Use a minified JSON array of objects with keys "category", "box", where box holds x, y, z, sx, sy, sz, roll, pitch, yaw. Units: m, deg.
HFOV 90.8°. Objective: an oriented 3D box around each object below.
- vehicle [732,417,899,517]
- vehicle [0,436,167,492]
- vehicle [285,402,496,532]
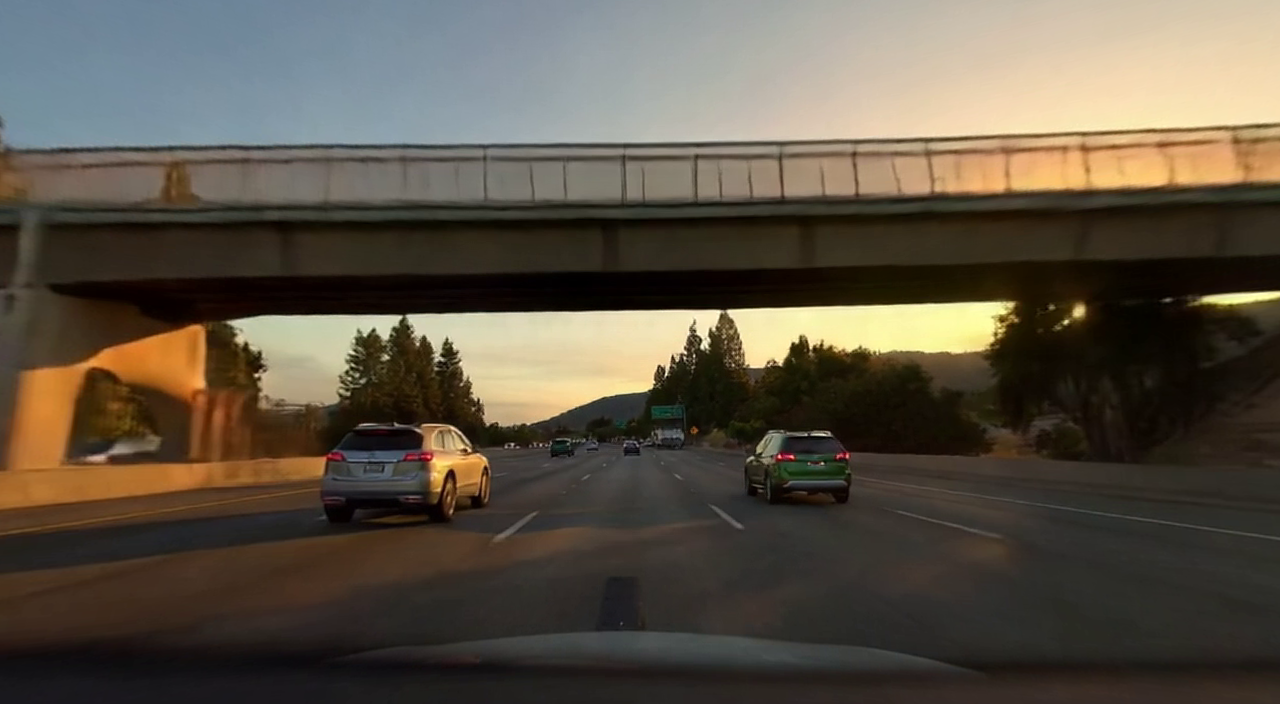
[{"category":"vehicle","box":[3.462,2.390,13.546,2.185,1.749,4.477,0,-8,-1]},{"category":"vehicle","box":[-18.722,3.695,21.253,1.994,1.631,4.711,0,-8,-1]},{"category":"vehicle","box":[-4.197,2.037,11.677,2.018,1.872,4.728,0,-8,-1]}]
